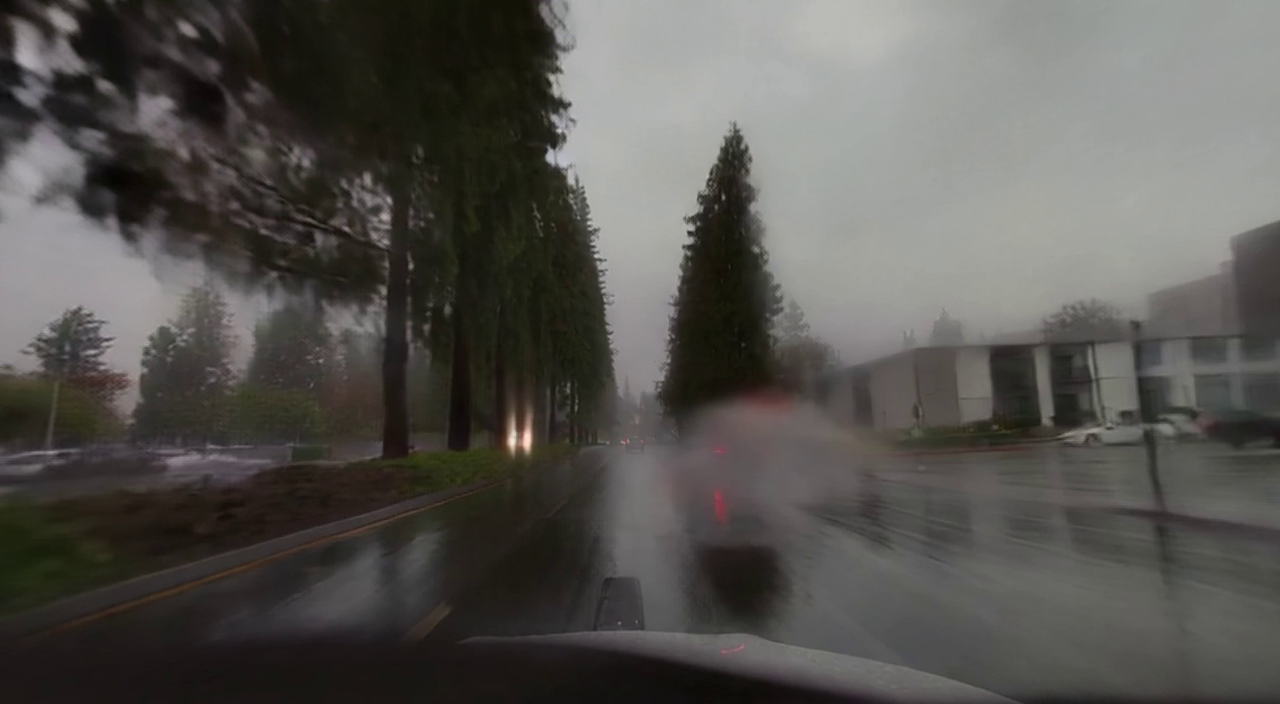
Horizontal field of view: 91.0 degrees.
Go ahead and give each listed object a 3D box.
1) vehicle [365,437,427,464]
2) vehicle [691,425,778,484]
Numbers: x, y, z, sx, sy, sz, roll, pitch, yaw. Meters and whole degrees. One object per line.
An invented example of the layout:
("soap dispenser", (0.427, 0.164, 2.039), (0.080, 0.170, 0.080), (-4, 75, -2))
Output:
("vehicle", (-14.421, 5.849, 37.418), (1.862, 1.485, 4.611), (0, -8, 0))
("vehicle", (2.862, 3.225, 20.038), (2.022, 1.656, 4.025), (0, -8, -2))
